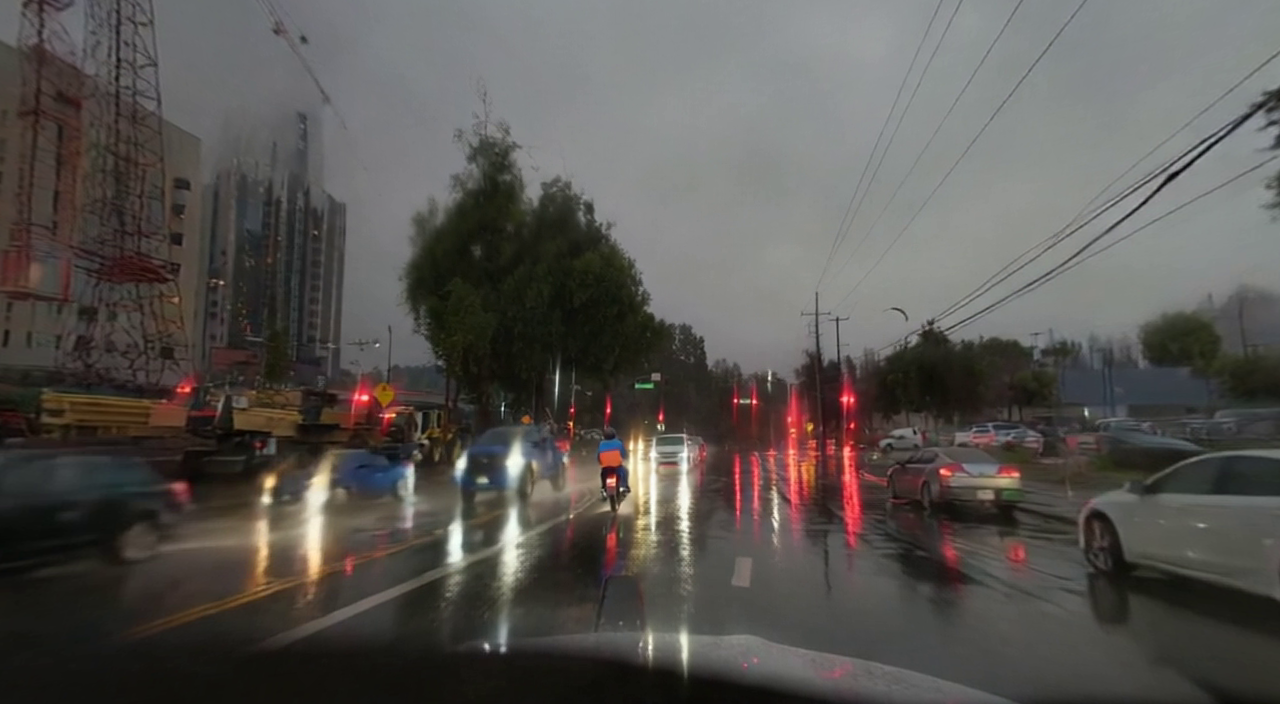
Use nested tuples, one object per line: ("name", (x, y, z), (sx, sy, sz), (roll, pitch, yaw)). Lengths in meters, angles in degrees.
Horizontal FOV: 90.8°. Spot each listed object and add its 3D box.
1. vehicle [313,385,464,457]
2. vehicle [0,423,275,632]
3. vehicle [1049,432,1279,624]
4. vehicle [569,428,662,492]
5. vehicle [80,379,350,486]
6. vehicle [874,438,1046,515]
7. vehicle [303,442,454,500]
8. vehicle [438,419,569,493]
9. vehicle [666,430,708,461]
("vehicle", (-13.240, 3.970, 34.636), (2.996, 3.170, 10.153), (-5, -9, 8))
("vehicle", (-5.690, 1.394, 5.374), (2.105, 1.509, 4.753), (-1, -8, 4))
("vehicle", (5.970, 1.535, 5.717), (1.891, 1.442, 4.560), (-2, -12, 7))
("vehicle", (-0.569, 3.054, 18.261), (1.925, 1.602, 4.090), (-1, -8, 8))
("vehicle", (-14.792, 3.043, 23.427), (2.990, 3.144, 9.080), (-1, -8, 6))
("vehicle", (6.977, 2.714, 14.428), (1.973, 1.457, 4.522), (-1, -8, 6))
("vehicle", (-7.207, 3.303, 18.109), (1.932, 1.429, 4.766), (-1, -8, 5))
("vehicle", (-3.920, 3.142, 19.572), (2.222, 1.911, 5.988), (-1, -8, 5))
("vehicle", (3.254, 6.307, 42.847), (2.295, 1.929, 5.498), (-2, -8, 9))
